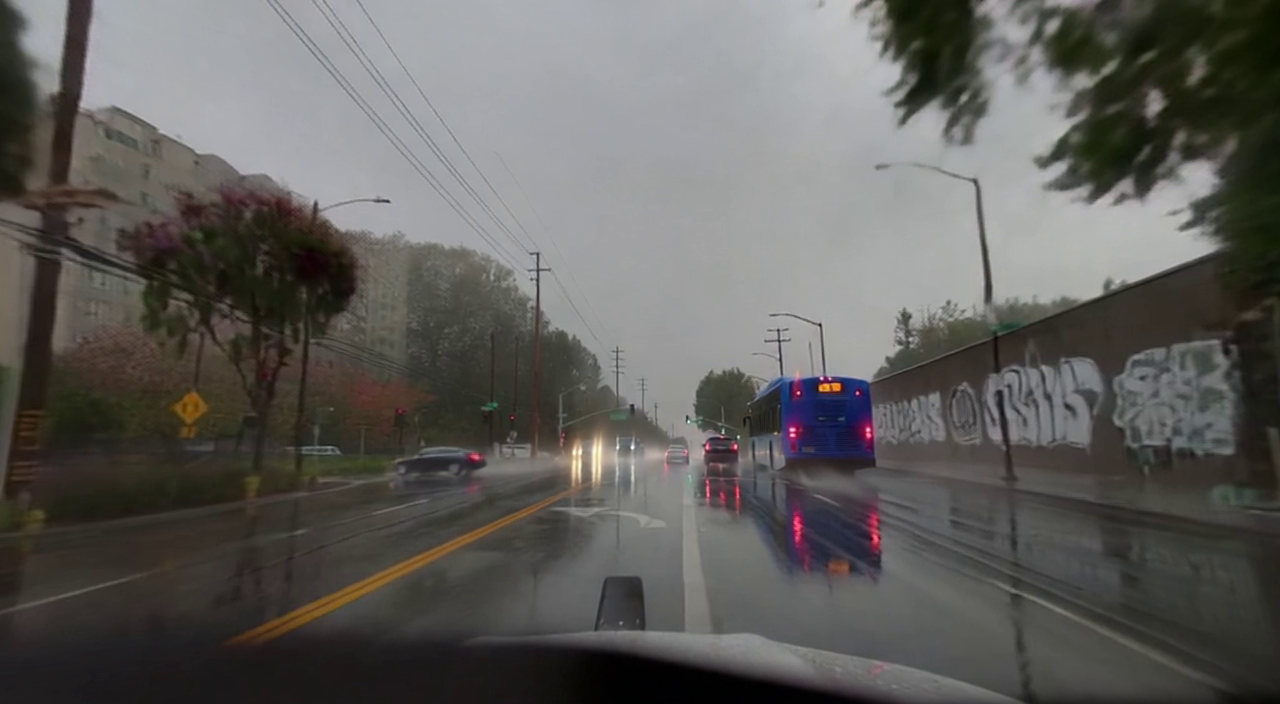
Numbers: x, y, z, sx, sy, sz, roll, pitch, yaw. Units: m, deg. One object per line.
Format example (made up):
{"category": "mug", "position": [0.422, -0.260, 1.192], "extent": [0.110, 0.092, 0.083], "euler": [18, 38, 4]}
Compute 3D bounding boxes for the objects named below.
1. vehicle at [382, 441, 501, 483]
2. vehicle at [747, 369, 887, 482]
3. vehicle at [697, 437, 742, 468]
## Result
{"category": "vehicle", "position": [-8.043, 4.404, 25.622], "extent": [4.420, 1.544, 2.018], "euler": [-5, -9, 27]}
{"category": "vehicle", "position": [6.497, 3.166, 25.815], "extent": [3.045, 3.447, 12.604], "euler": [-1, -8, 4]}
{"category": "vehicle", "position": [3.972, 5.093, 32.183], "extent": [1.961, 1.470, 4.196], "euler": [-1, -8, 3]}
